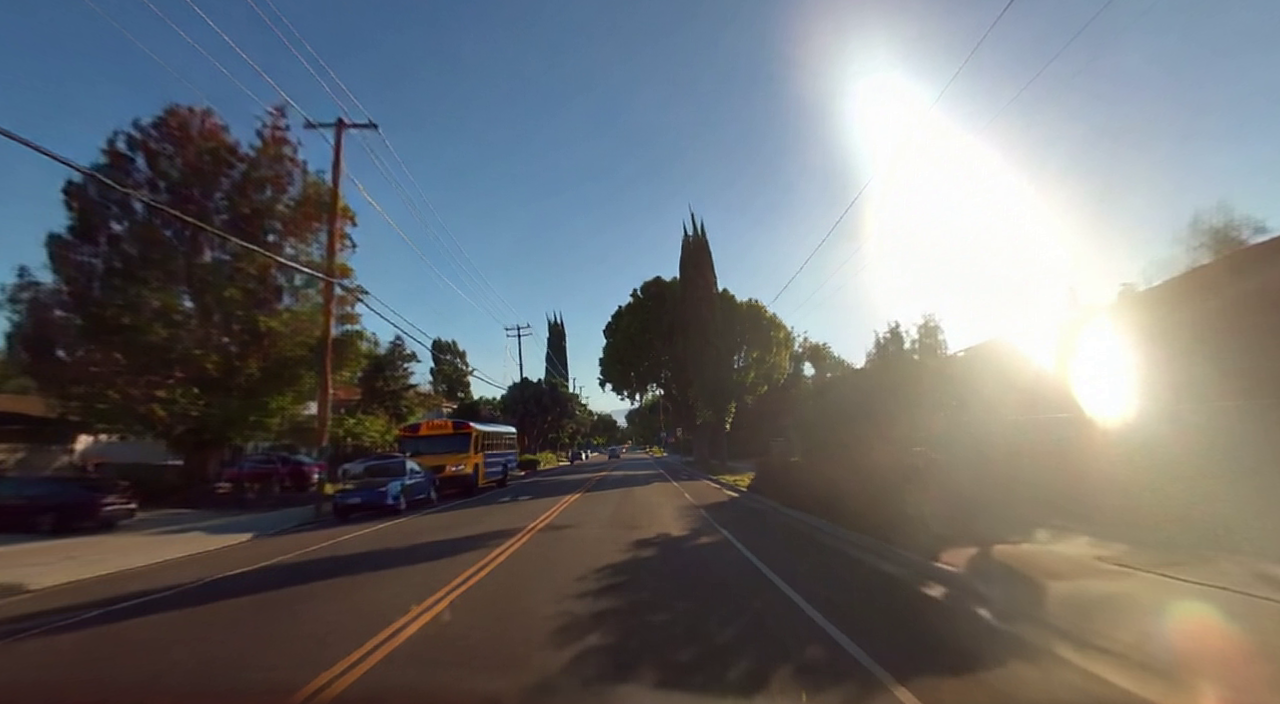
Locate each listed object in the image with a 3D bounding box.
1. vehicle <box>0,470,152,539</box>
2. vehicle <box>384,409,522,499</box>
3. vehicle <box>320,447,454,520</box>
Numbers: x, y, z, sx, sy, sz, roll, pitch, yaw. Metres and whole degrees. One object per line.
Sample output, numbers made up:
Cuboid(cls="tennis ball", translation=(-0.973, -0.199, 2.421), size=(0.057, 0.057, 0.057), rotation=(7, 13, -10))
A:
Cuboid(cls="vehicle", translation=(-14.579, 3.617, 15.325), size=(4.296, 1.420, 1.874), rotation=(-2, -9, 12))
Cuboid(cls="vehicle", translation=(-6.676, 3.820, 23.900), size=(2.835, 2.876, 7.091), rotation=(0, -9, 2))
Cuboid(cls="vehicle", translation=(-6.802, 3.530, 17.608), size=(2.023, 1.721, 4.418), rotation=(0, -9, -2))
